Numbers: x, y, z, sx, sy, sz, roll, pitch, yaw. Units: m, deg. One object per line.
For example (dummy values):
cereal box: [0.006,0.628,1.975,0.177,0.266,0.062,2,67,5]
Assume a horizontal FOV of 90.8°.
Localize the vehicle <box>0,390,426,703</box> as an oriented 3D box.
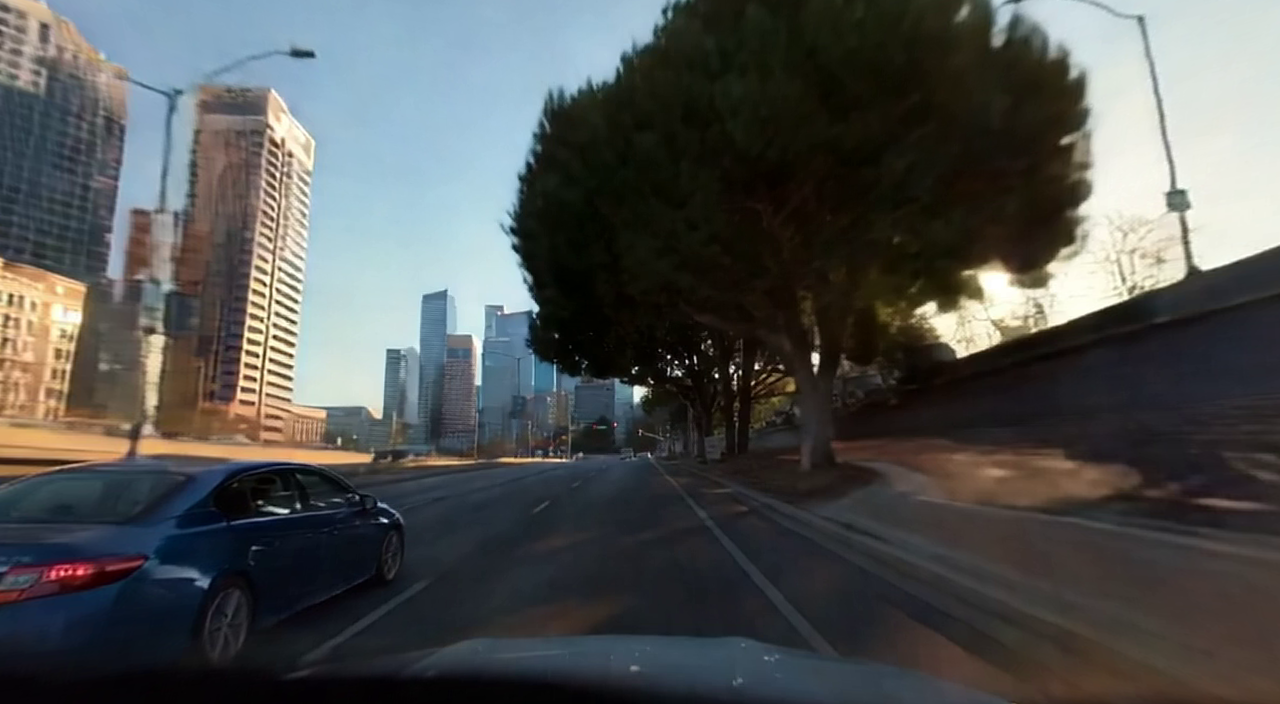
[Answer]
vehicle: [-3.107,1.166,3.927,2.041,1.470,4.290,0,-9,0]
